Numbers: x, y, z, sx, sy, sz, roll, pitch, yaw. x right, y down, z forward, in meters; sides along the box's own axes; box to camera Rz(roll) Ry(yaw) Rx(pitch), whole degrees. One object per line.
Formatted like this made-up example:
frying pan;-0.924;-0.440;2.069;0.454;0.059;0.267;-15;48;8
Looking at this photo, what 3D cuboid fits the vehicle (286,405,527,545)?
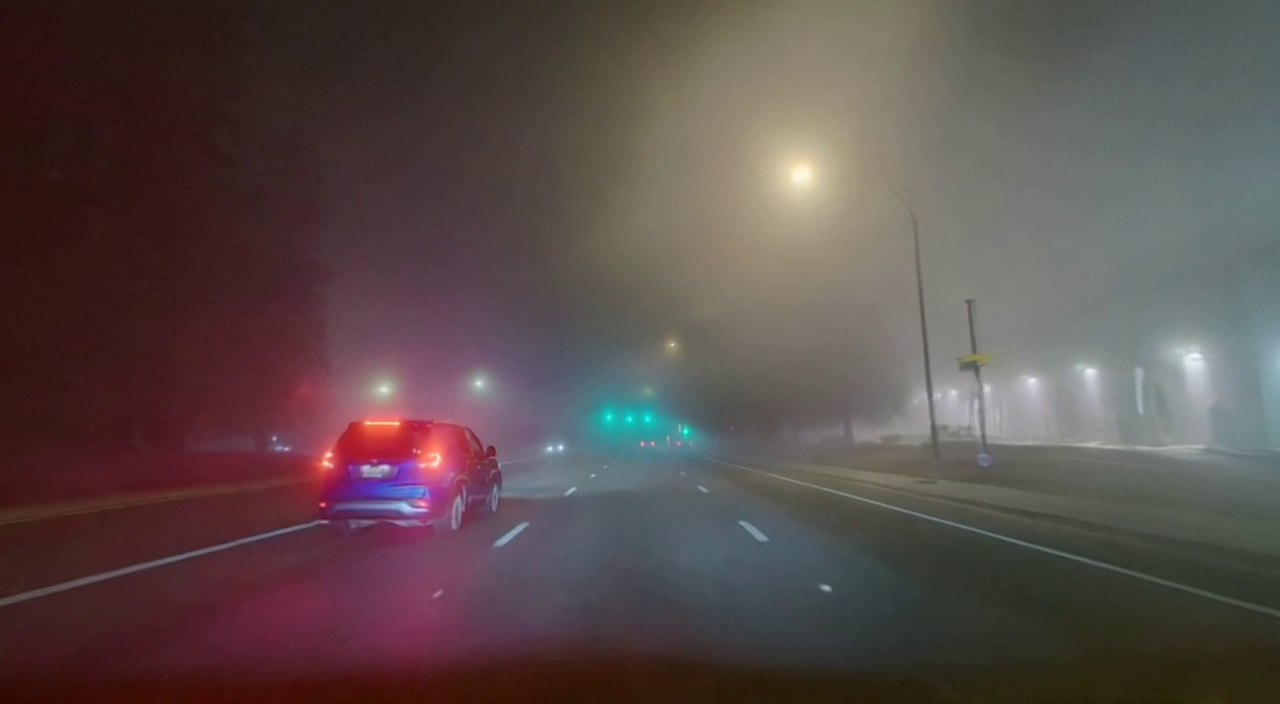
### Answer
vehicle;-3.293;1.838;10.075;2.033;1.713;4.503;0;-8;1
